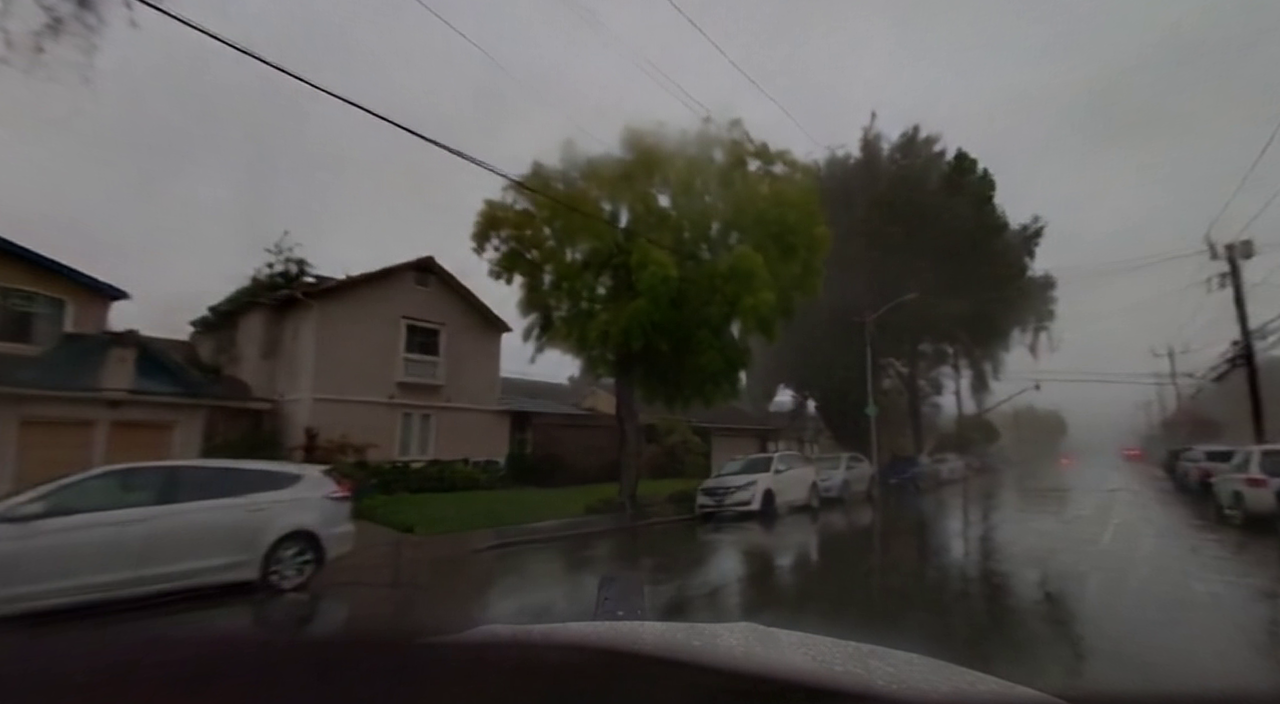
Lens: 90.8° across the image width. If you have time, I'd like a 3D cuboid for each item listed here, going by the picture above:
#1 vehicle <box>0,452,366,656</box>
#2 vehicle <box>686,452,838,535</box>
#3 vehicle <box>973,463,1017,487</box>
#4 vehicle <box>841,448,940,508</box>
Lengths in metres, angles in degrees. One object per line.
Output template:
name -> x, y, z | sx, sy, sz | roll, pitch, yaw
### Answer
vehicle -> -4.977, 1.597, 5.445 | 1.746, 1.391, 4.469 | -7, -10, 36
vehicle -> 3.162, 3.369, 15.750 | 1.909, 1.675, 4.442 | -7, -10, 36
vehicle -> 23.660, 8.135, 42.029 | 1.958, 1.359, 4.357 | -6, -10, 35
vehicle -> 9.427, 4.565, 23.527 | 2.034, 1.923, 4.713 | -7, -11, 38
